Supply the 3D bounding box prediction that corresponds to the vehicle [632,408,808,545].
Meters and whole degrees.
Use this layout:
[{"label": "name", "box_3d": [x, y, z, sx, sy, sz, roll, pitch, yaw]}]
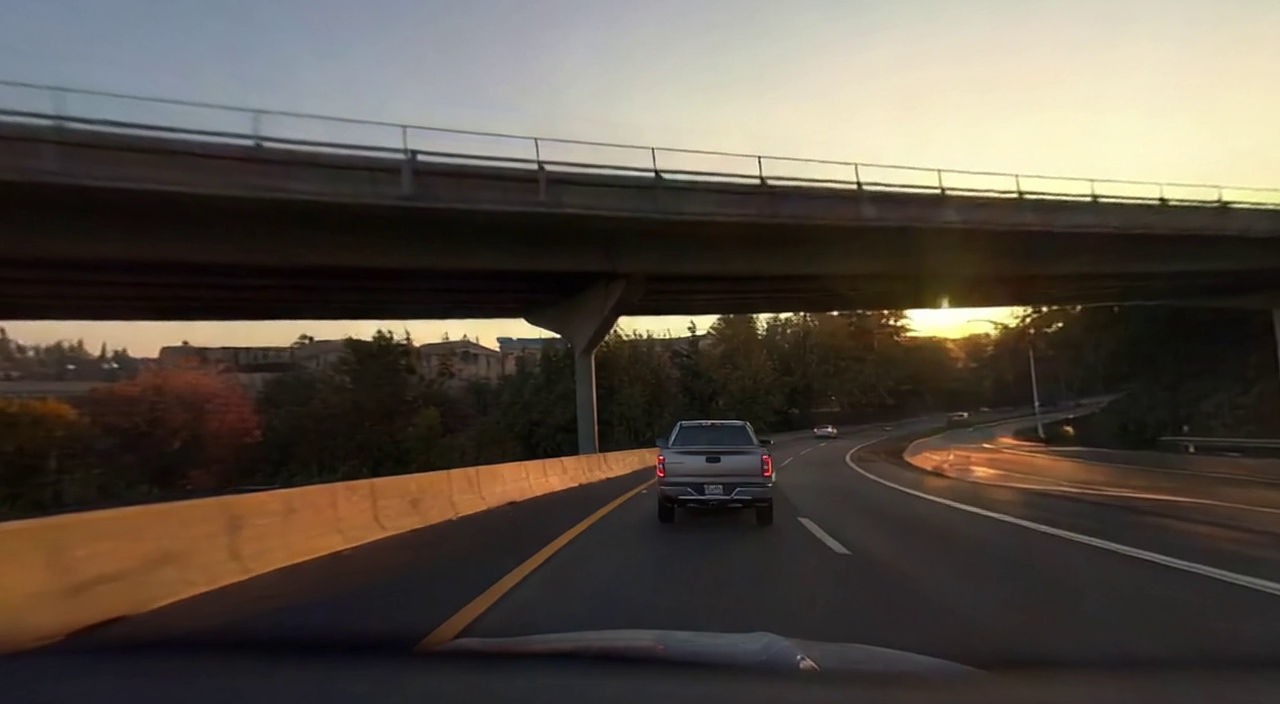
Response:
[{"label": "vehicle", "box_3d": [1.226, 1.919, 10.315, 2.235, 1.716, 4.435, -1, -9, 6]}]
